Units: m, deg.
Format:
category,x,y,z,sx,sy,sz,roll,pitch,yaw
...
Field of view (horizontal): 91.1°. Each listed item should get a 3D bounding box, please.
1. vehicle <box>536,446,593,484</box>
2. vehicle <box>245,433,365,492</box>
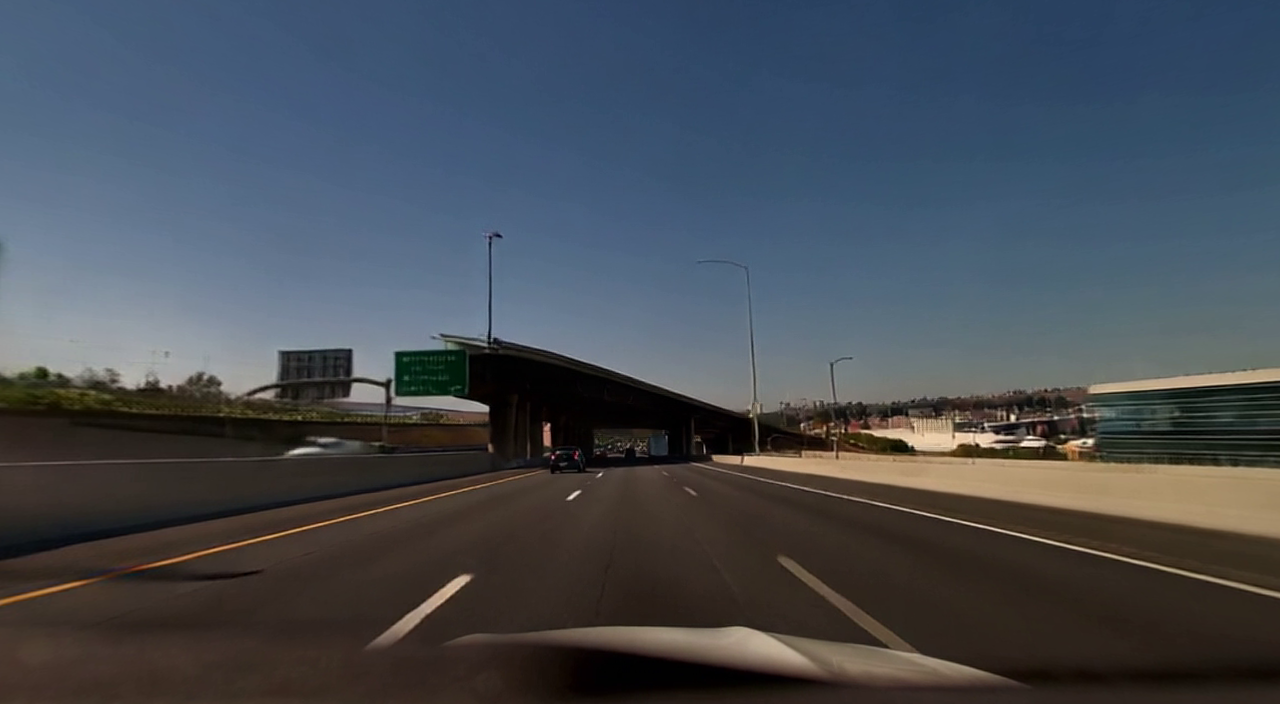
category,x,y,z,sx,sy,sz,roll,pitch,yaw
vehicle,-3.327,5.072,28.465,2.100,1.525,4.179,0,-9,0
vehicle,-16.647,5.531,31.873,2.298,2.603,6.957,0,-9,0
